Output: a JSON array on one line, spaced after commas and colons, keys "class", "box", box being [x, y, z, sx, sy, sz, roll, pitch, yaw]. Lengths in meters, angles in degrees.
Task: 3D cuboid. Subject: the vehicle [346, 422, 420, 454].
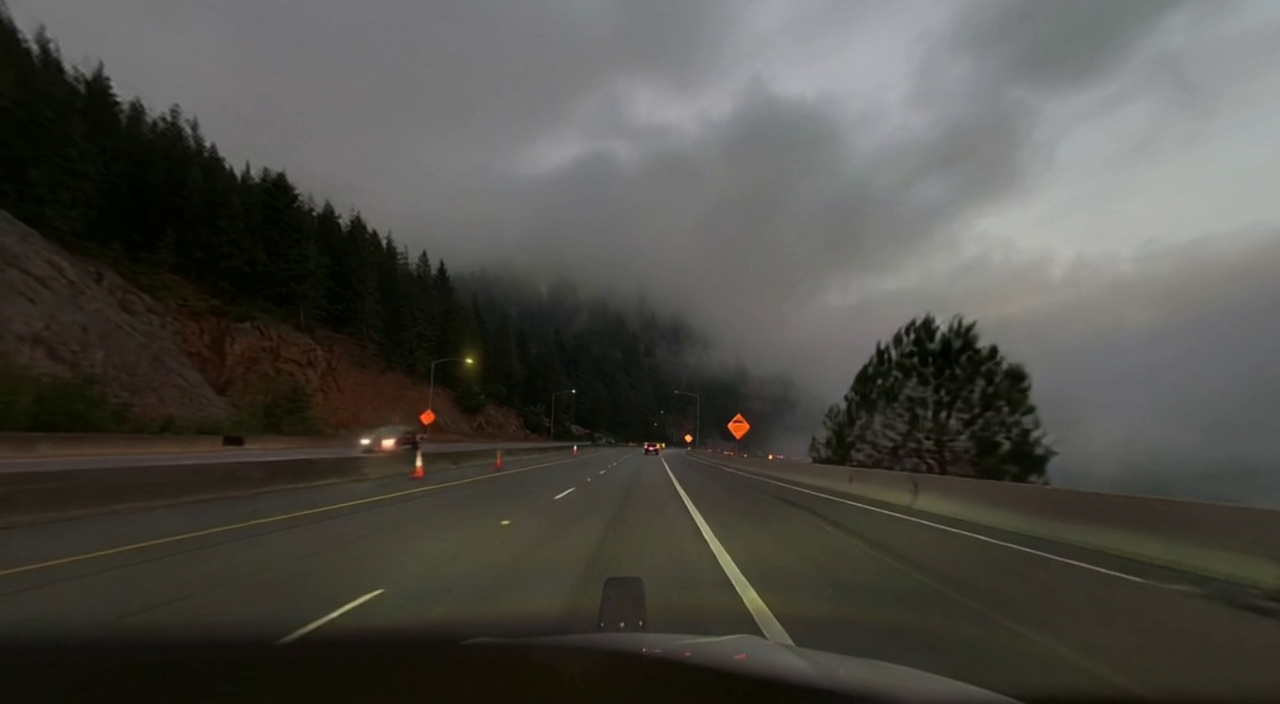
[{"class": "vehicle", "box": [-17.149, 5.847, 42.529, 2.266, 1.970, 5.815, -1, -9, 3]}]
